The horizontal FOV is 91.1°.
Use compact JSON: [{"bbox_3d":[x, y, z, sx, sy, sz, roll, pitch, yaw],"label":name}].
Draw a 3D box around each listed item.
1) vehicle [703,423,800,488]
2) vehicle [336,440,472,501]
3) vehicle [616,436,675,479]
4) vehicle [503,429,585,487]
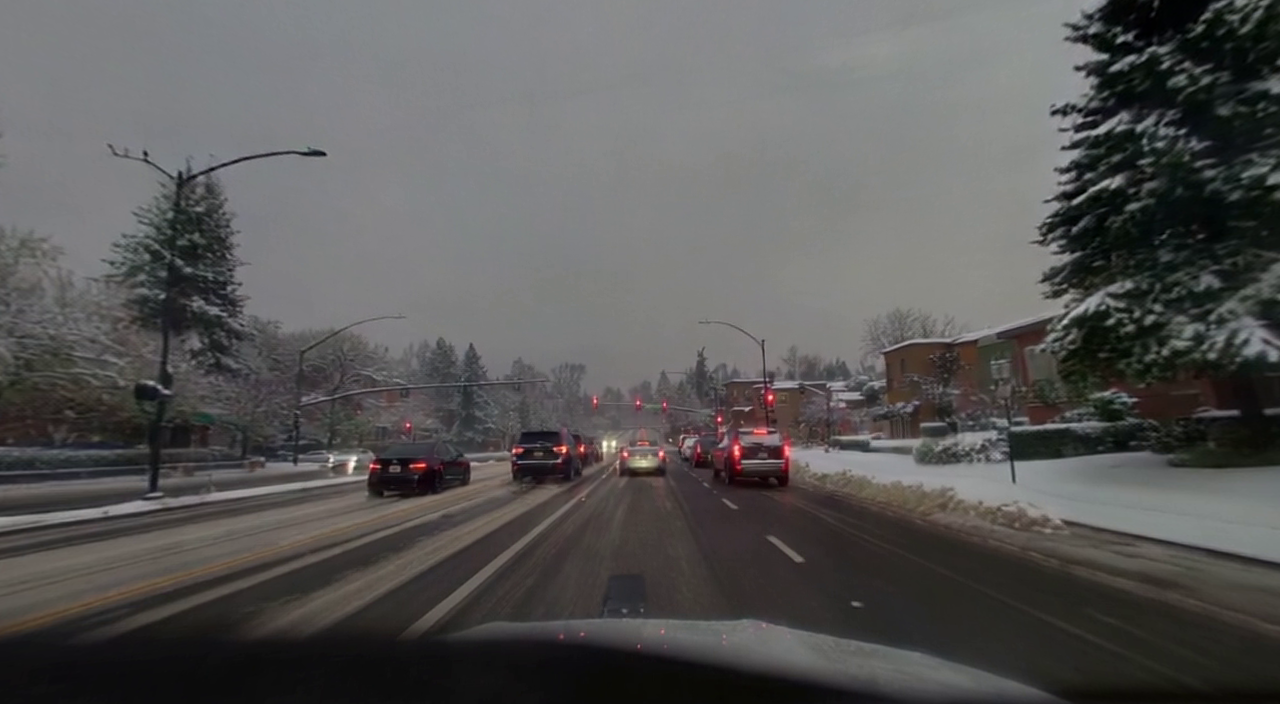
[{"bbox_3d":[3.397,3.273,20.142,2.141,1.833,4.704,0,-8,-1],"label":"vehicle"},{"bbox_3d":[-6.315,3.202,17.469,1.926,1.465,4.620,0,-8,1],"label":"vehicle"},{"bbox_3d":[0.176,3.952,23.775,2.021,1.461,3.862,0,-8,0],"label":"vehicle"},{"bbox_3d":[-3.024,3.448,20.731,1.912,1.703,4.261,0,-8,1],"label":"vehicle"}]
